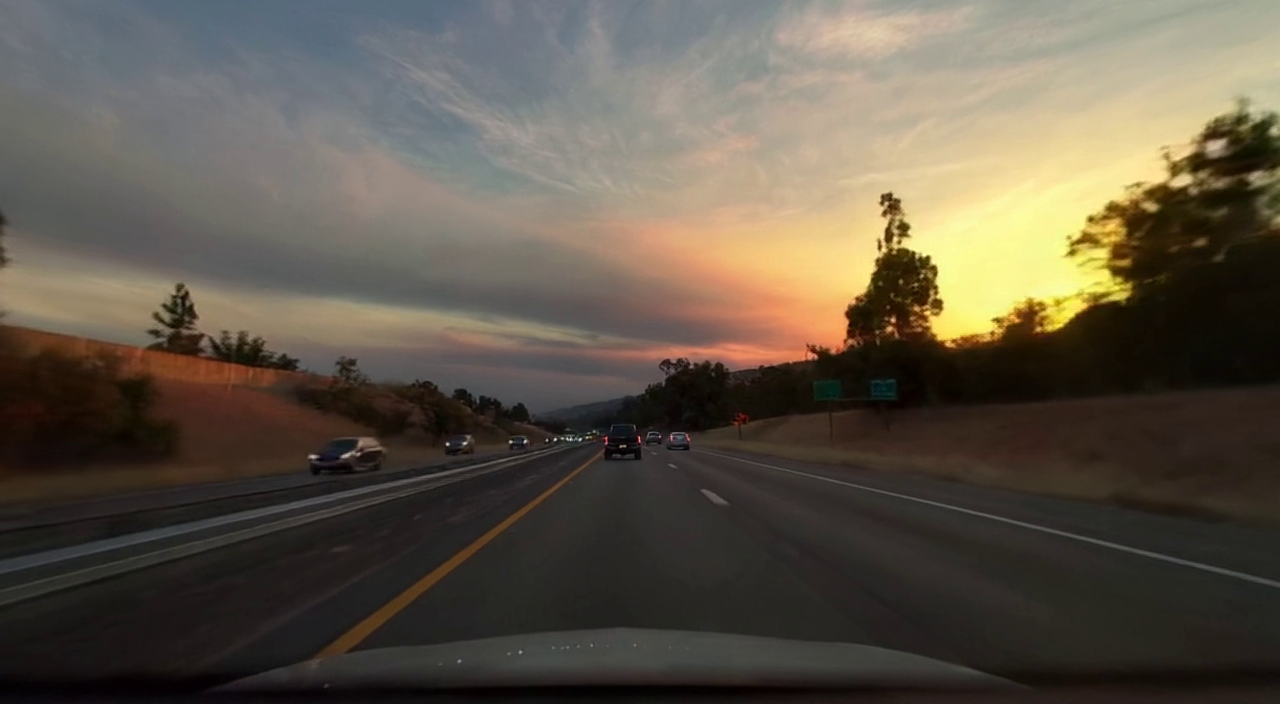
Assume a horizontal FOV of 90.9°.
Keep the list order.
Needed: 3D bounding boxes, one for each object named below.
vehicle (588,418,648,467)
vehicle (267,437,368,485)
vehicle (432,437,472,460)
[{"bbox_3d":[-0.985,4.134,28.996,2.503,2.044,4.633,0,-8,-1],"label":"vehicle"},{"bbox_3d":[-12.358,4.151,24.454,1.940,1.665,3.934,0,-8,-2],"label":"vehicle"},{"bbox_3d":[-14.489,7.447,48.764,1.878,1.649,3.987,0,-8,0],"label":"vehicle"}]
